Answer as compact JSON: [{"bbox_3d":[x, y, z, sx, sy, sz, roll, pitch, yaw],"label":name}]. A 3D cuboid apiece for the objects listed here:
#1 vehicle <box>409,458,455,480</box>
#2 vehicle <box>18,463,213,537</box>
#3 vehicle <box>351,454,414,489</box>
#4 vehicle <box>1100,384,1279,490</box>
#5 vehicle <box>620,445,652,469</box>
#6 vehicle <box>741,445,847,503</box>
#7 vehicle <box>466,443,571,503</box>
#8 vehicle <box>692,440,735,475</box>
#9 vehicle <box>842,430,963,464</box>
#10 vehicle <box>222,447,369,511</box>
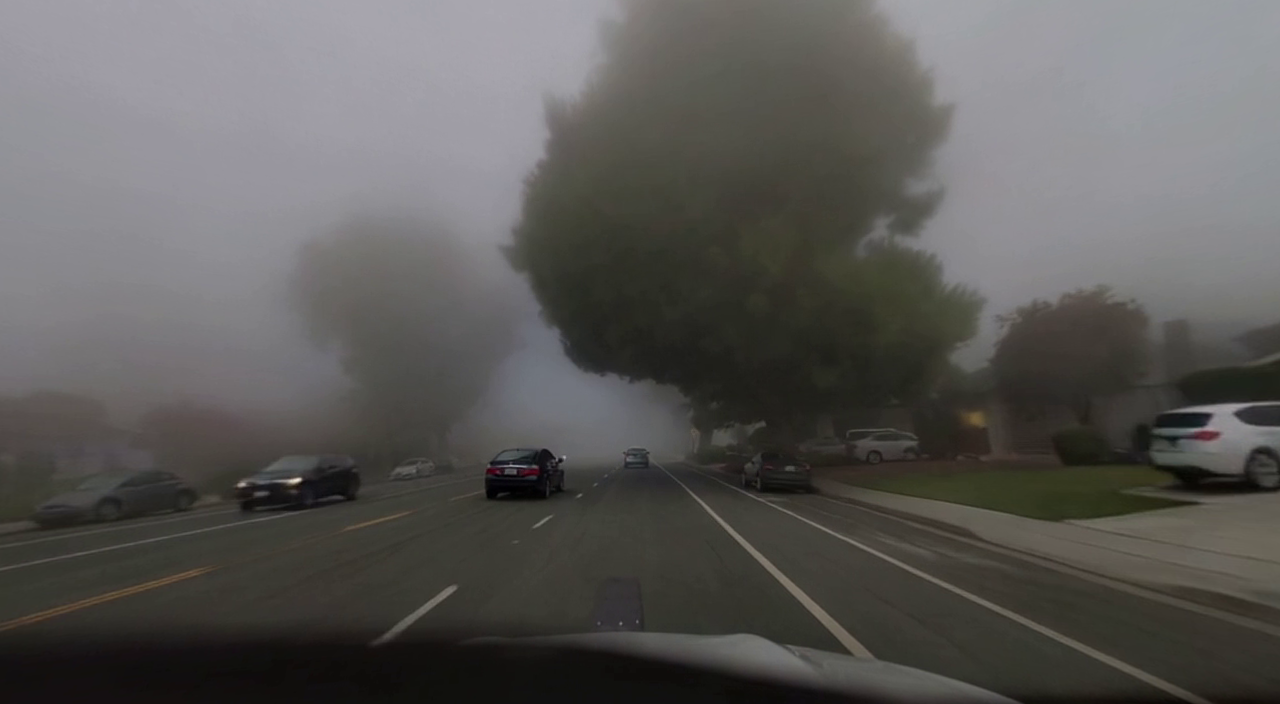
[{"bbox_3d":[-14.741,8.288,44.939,1.626,1.439,3.682,-1,-8,7],"label":"vehicle"},{"bbox_3d":[-14.731,4.128,18.201,1.998,1.498,4.668,-5,-8,-5],"label":"vehicle"},{"bbox_3d":[-14.706,6.830,36.268,1.945,1.613,3.983,-6,-8,-1],"label":"vehicle"},{"bbox_3d":[11.429,1.553,11.541,4.540,1.742,1.885,0,-9,-2],"label":"vehicle"},{"bbox_3d":[-0.285,7.194,43.454,2.088,1.495,4.048,0,-8,0],"label":"vehicle"},{"bbox_3d":[4.321,3.481,18.527,1.944,1.470,4.530,0,-9,0],"label":"vehicle"},{"bbox_3d":[-3.292,3.362,18.092,2.027,1.477,4.413,0,-9,1],"label":"vehicle"},{"bbox_3d":[4.110,5.950,35.857,1.943,1.788,4.462,0,-9,1],"label":"vehicle"},{"bbox_3d":[11.662,4.263,28.302,4.537,1.465,1.923,0,-9,3],"label":"vehicle"},{"bbox_3d":[-10.279,3.784,19.345,1.937,1.701,4.438,0,-9,1],"label":"vehicle"}]
